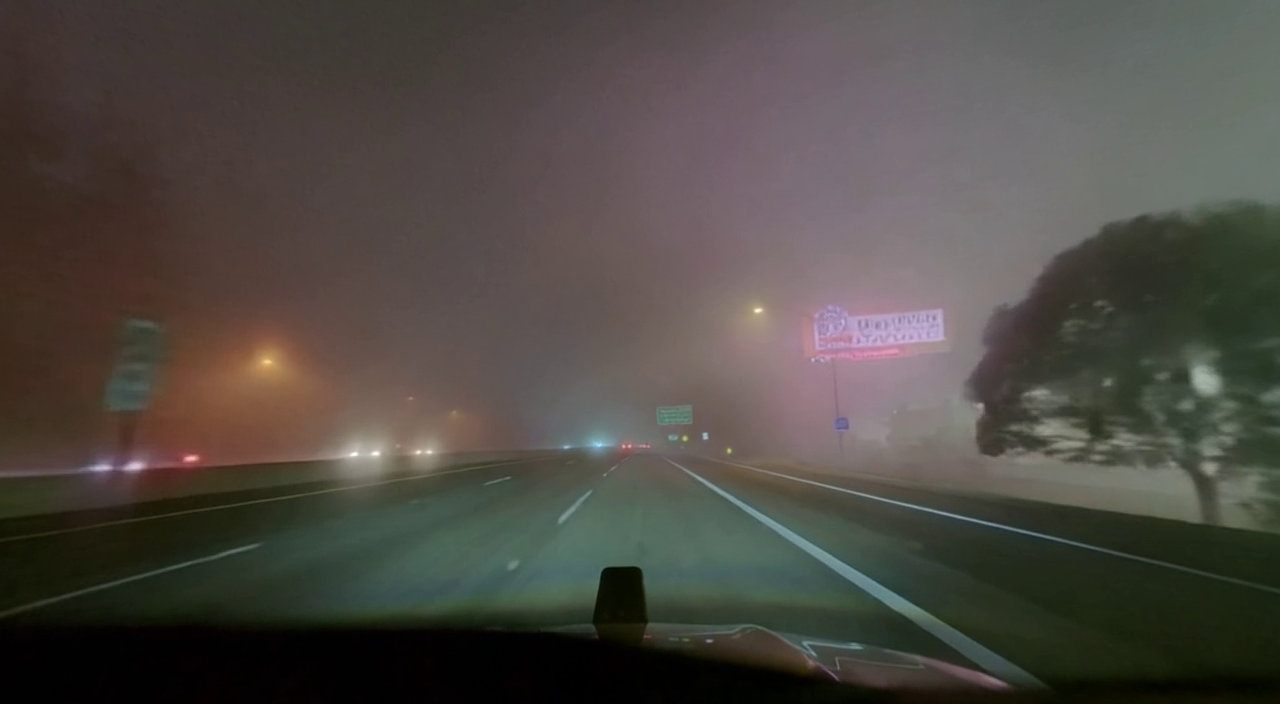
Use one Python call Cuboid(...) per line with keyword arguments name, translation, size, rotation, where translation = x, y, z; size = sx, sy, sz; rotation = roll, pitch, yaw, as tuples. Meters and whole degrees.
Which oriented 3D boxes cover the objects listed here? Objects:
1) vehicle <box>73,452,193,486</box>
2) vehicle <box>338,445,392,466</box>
Cuboid(name="vehicle", translation=(-24.462, 5.640, 30.558), size=(1.862, 1.445, 4.694), rotation=(0, -8, 1))
Cuboid(name="vehicle", translation=(-20.875, 7.858, 47.814), size=(2.001, 1.528, 4.616), rotation=(0, -8, 1))
